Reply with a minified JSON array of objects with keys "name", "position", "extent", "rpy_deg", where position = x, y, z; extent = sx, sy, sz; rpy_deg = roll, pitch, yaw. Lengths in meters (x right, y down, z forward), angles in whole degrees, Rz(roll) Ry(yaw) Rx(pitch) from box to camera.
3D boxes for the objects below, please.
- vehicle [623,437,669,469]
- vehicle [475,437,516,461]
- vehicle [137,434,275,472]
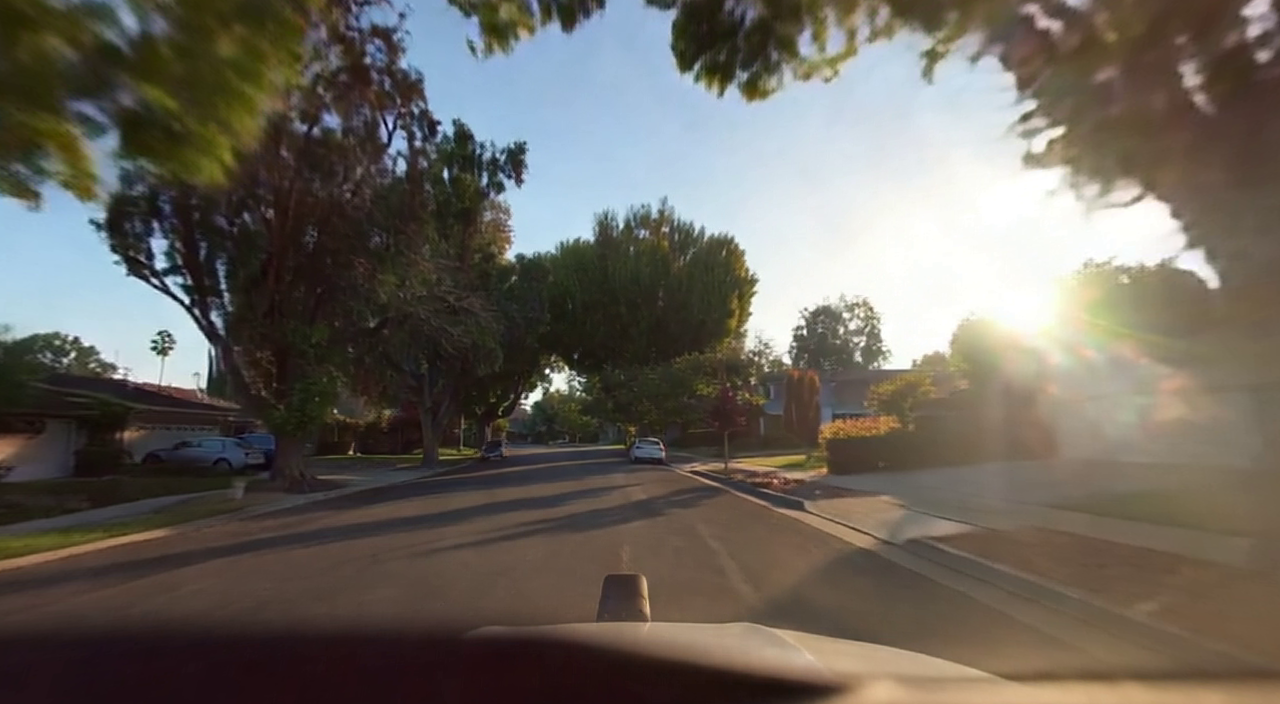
[{"name":"vehicle","position":[0.202,5.092,31.997],"extent":[2.088,1.429,4.796],"rpy_deg":[0,-7,-2]},{"name":"vehicle","position":[-10.501,7.135,45.945],"extent":[1.943,1.433,4.717],"rpy_deg":[-6,-9,-3]},{"name":"vehicle","position":[-18.041,4.213,26.240],"extent":[4.344,1.483,1.928],"rpy_deg":[-1,-8,2]}]
